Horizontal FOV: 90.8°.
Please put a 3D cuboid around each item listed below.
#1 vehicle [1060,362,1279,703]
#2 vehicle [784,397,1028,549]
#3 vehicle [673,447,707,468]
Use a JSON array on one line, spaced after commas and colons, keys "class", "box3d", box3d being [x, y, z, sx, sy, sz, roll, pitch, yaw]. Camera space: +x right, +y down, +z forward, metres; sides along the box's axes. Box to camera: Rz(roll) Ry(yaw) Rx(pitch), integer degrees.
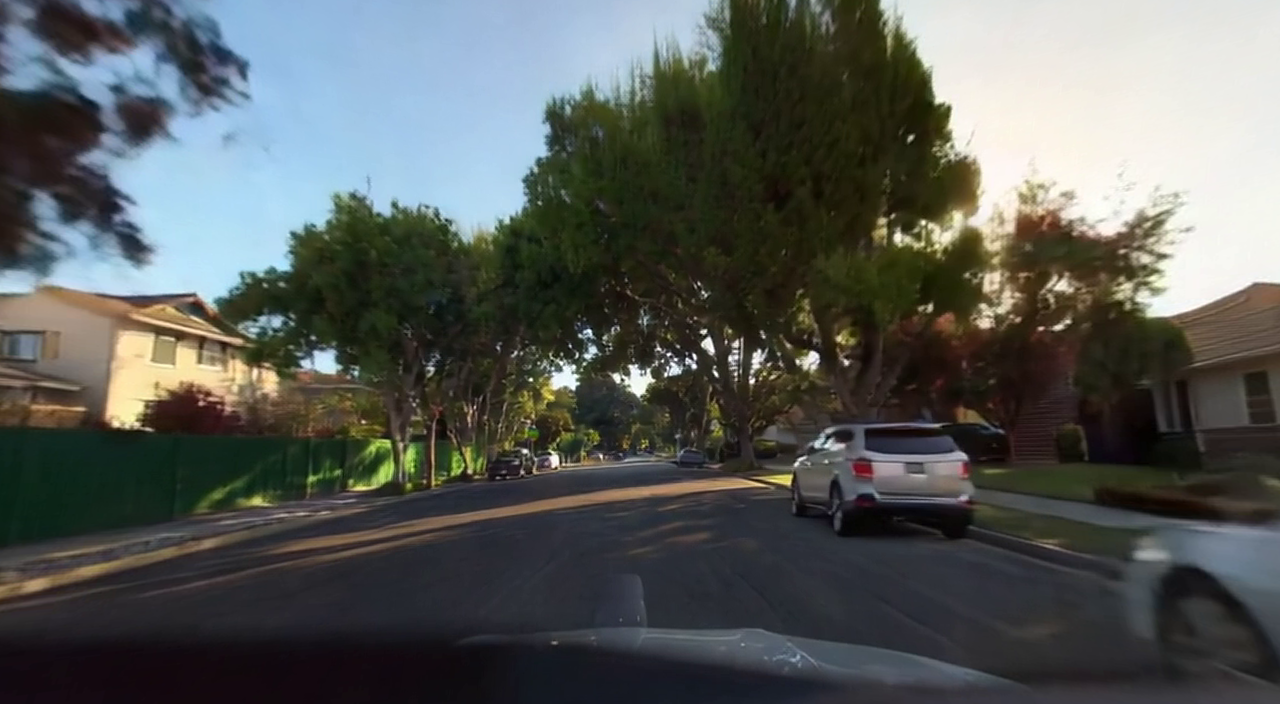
[{"class": "vehicle", "box3d": [3.678, 0.713, 1.433, 2.122, 1.673, 4.876, 0, -8, 1]}, {"class": "vehicle", "box3d": [4.098, 1.944, 10.724, 2.220, 2.045, 4.139, 0, -8, -1]}, {"class": "vehicle", "box3d": [3.879, 8.264, 49.680, 2.051, 1.524, 5.047, 0, -8, -2]}]
